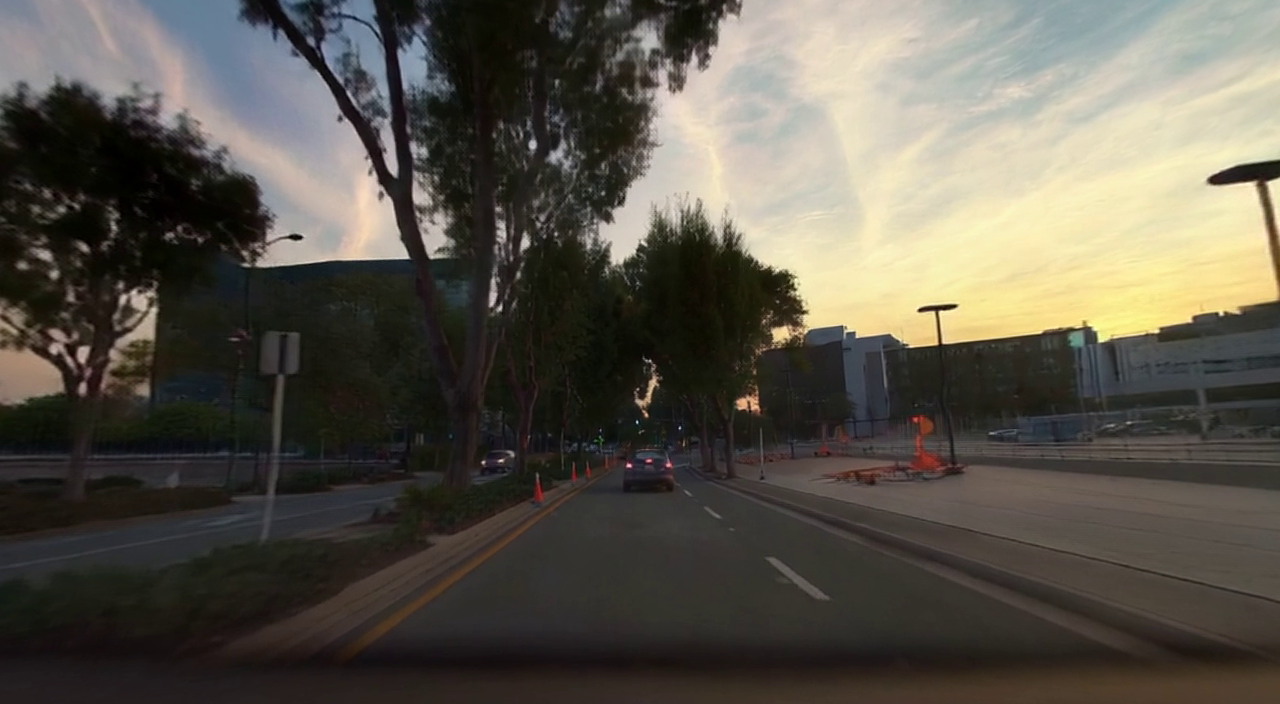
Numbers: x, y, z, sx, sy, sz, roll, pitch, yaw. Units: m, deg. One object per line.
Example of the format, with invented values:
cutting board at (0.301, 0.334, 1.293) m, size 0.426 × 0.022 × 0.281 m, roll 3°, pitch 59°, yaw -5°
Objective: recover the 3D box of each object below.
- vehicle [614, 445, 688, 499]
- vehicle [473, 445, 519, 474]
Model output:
vehicle at (0.342, 3.767, 20.274) m, size 2.114 × 1.493 × 4.430 m, roll 0°, pitch -9°, yaw 1°
vehicle at (-11.228, 8.395, 49.599) m, size 2.349 × 2.106 × 5.464 m, roll 0°, pitch -9°, yaw 0°
